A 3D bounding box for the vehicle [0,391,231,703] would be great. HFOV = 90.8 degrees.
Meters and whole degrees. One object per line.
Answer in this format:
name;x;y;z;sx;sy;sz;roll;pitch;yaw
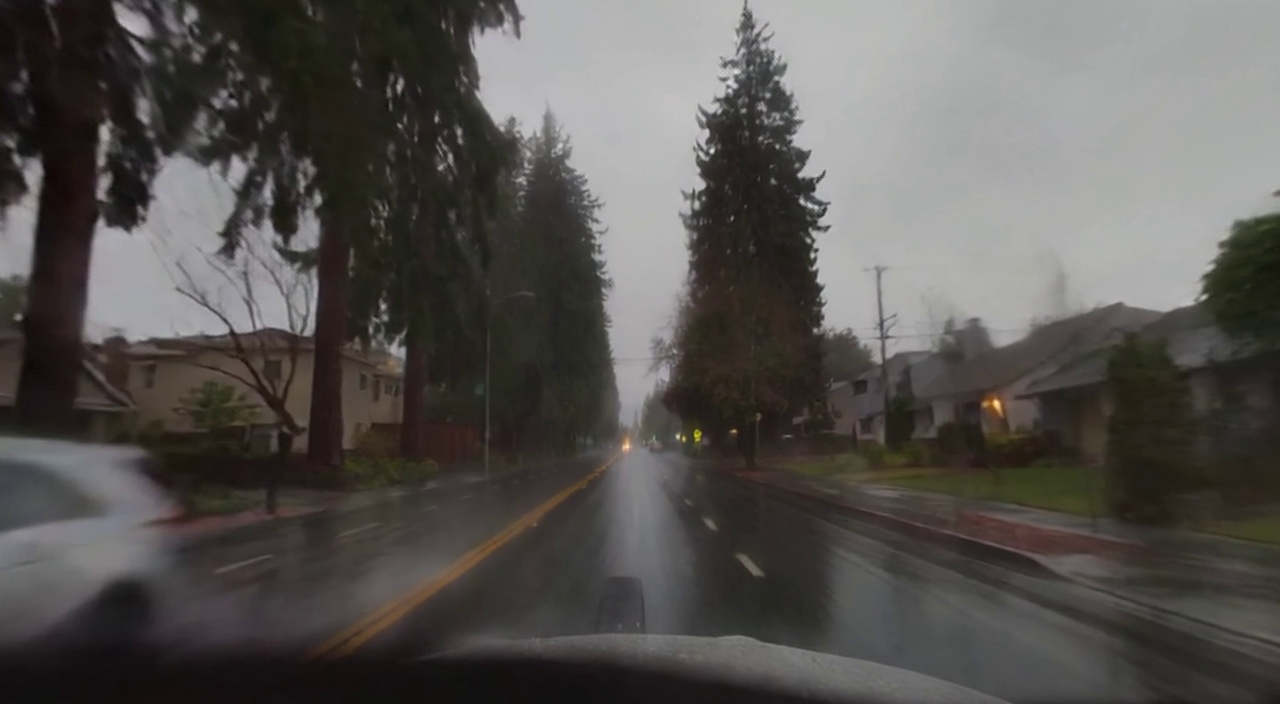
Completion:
vehicle;-3.844;0.893;1.957;2.208;1.663;4.326;0;-9;0
